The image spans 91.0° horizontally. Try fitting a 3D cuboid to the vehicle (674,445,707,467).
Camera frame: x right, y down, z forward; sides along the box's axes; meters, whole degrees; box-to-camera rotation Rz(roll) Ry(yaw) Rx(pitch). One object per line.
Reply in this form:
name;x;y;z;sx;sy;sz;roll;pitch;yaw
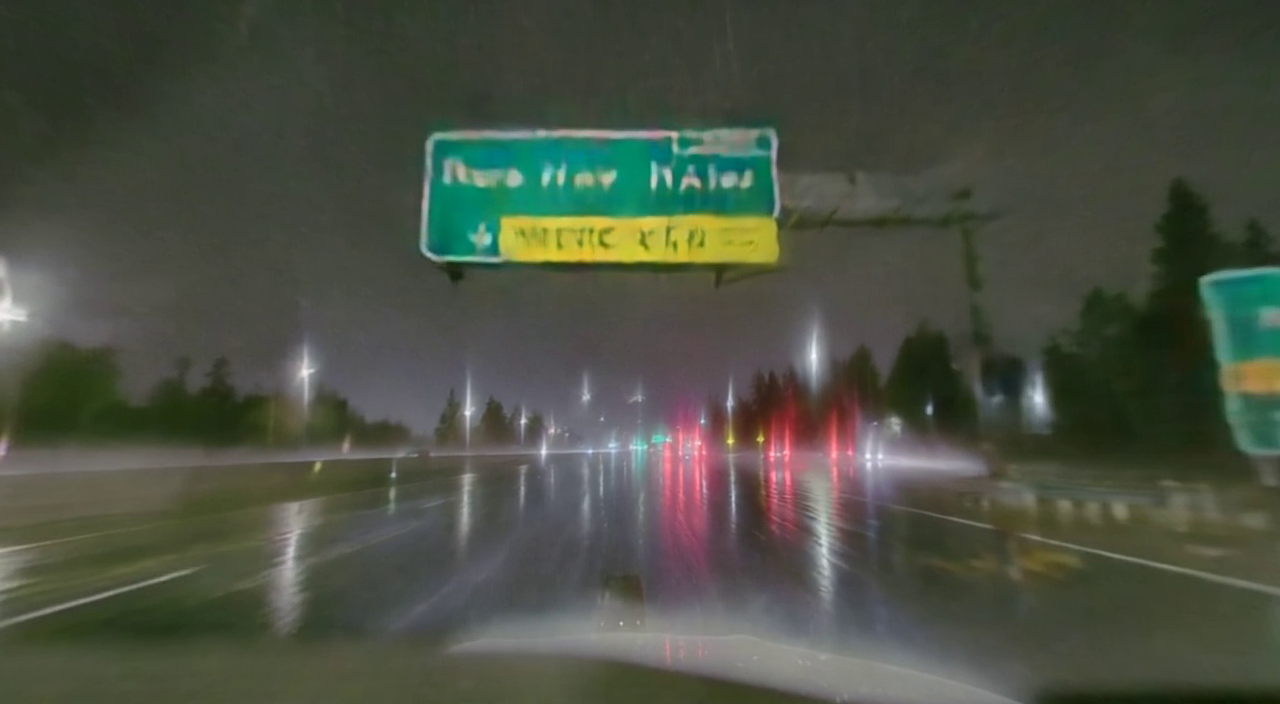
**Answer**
vehicle;3.653;7.680;46.574;2.033;1.501;4.398;0;-9;-1
